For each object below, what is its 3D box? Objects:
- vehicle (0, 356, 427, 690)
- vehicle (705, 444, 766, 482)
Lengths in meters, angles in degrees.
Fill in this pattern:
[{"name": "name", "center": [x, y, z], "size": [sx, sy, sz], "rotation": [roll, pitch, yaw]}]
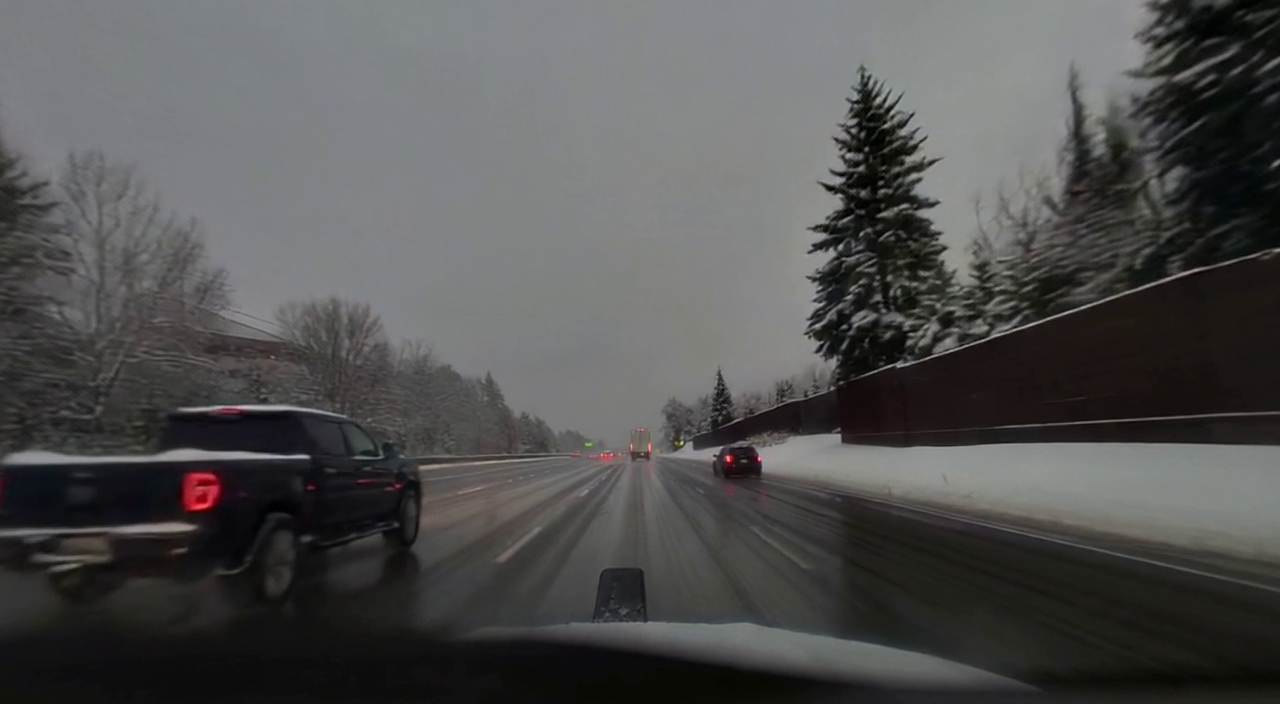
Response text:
[{"name": "vehicle", "center": [-3.730, 1.262, 5.688], "size": [2.014, 1.811, 4.369], "rotation": [0, -9, 1]}, {"name": "vehicle", "center": [4.178, 4.936, 28.312], "size": [1.973, 1.536, 4.337], "rotation": [0, -9, -1]}]
